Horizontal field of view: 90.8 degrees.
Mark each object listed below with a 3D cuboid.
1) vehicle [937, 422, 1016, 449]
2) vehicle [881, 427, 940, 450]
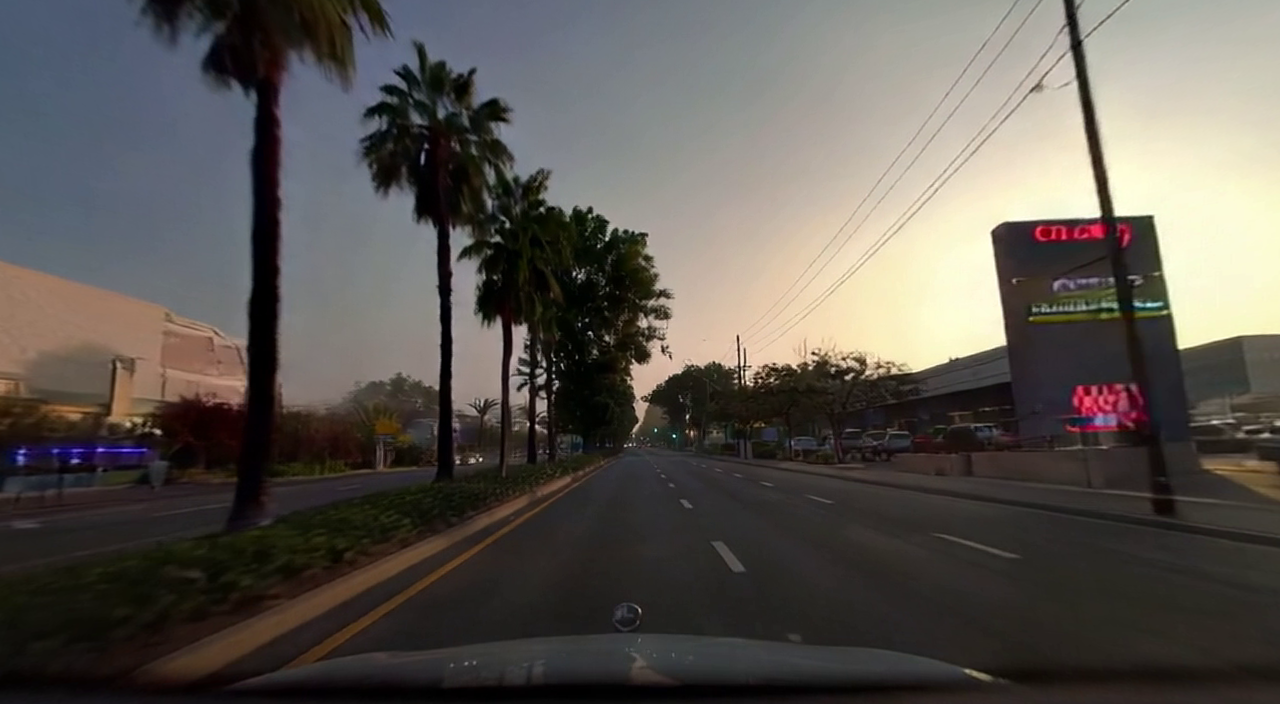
[{"bbox_3d":[19.039,4.786,36.003,1.797,1.425,4.645,0,-8,-2],"label":"vehicle"},{"bbox_3d":[18.939,6.148,44.430,2.091,1.429,4.352,-2,-9,-1],"label":"vehicle"}]
